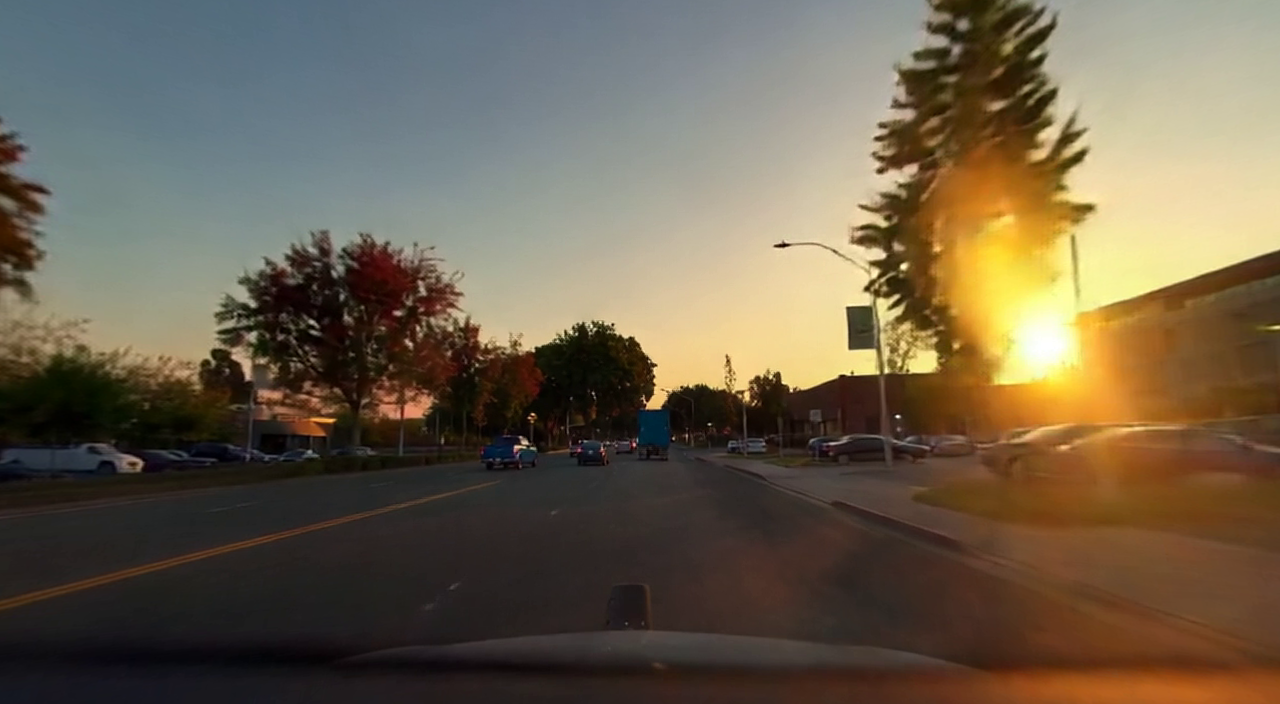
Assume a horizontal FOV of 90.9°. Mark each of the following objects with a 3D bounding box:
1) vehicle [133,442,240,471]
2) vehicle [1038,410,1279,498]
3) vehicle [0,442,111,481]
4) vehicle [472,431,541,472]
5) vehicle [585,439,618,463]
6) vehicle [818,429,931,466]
[{"bbox_3d":[-34.029,7.849,47.417,6.188,2.110,2.333,0,-9,2],"label":"vehicle"},{"bbox_3d":[11.326,2.114,13.144,4.655,1.688,1.876,-1,-9,2],"label":"vehicle"},{"bbox_3d":[-34.070,6.147,35.534,6.393,2.108,2.467,-1,-9,4],"label":"vehicle"},{"bbox_3d":[-6.632,5.043,32.013,2.149,1.893,5.187,-1,-8,2],"label":"vehicle"},{"bbox_3d":[-2.822,7.457,47.652,2.114,1.663,4.381,0,-8,1],"label":"vehicle"},{"bbox_3d":[10.578,4.366,28.699,4.346,1.595,1.964,0,-9,0],"label":"vehicle"}]
